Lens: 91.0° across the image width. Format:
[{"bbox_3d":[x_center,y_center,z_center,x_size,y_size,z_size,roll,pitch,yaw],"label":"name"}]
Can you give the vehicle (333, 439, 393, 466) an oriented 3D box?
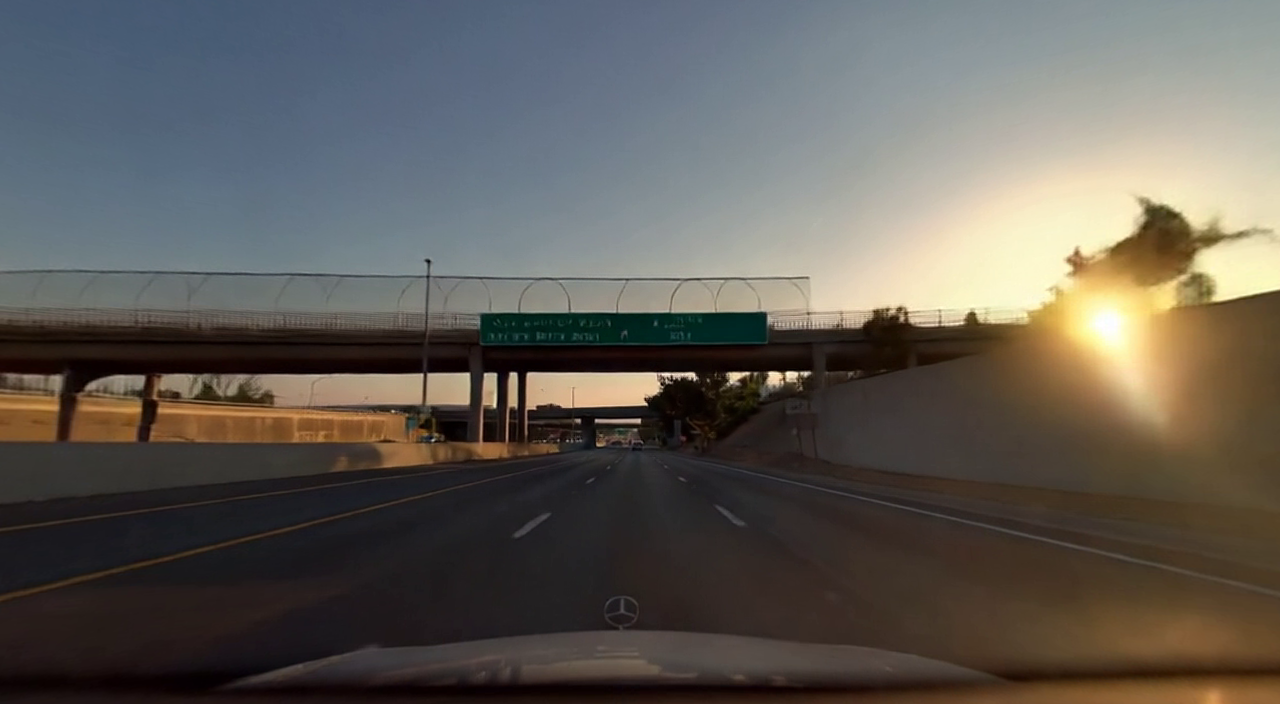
[{"bbox_3d":[-16.489,5.972,37.663,1.733,1.434,4.293,-2,-8,-2],"label":"vehicle"}]
